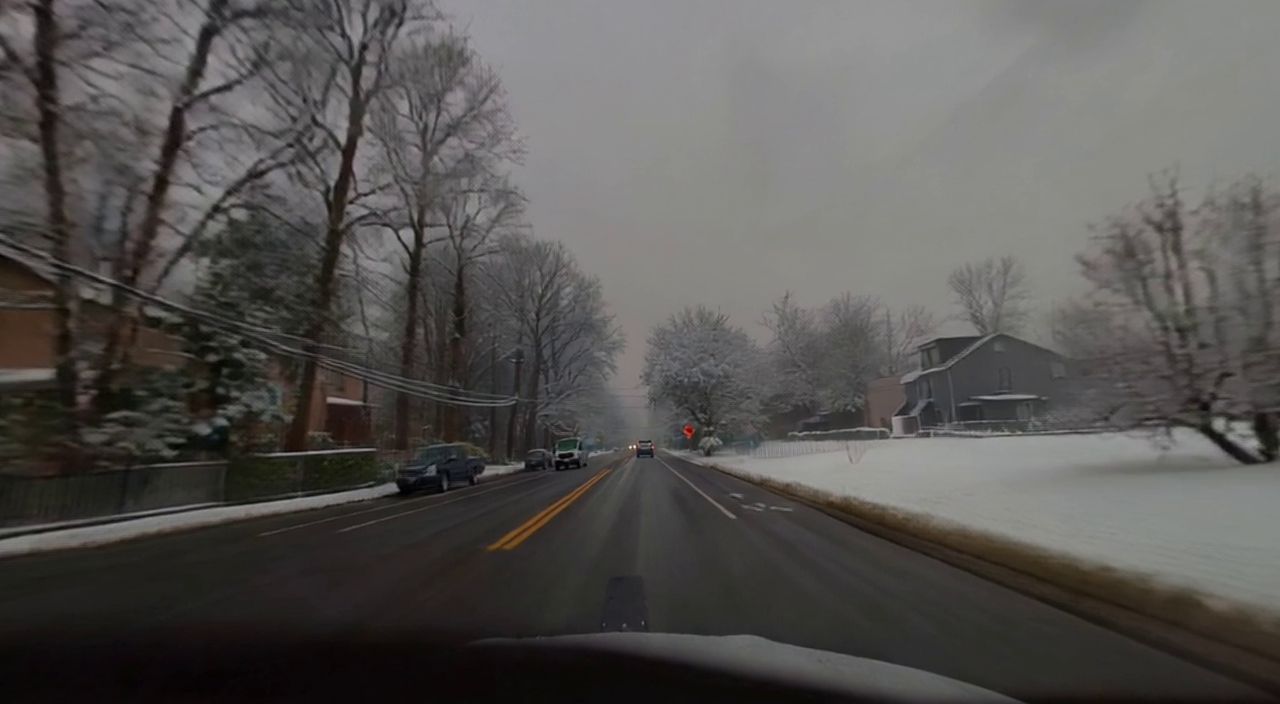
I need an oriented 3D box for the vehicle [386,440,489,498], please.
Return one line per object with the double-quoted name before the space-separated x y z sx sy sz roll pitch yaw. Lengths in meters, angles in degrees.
"vehicle" -8.227 4.745 26.351 2.422 1.855 6.165 -4 -7 -2
